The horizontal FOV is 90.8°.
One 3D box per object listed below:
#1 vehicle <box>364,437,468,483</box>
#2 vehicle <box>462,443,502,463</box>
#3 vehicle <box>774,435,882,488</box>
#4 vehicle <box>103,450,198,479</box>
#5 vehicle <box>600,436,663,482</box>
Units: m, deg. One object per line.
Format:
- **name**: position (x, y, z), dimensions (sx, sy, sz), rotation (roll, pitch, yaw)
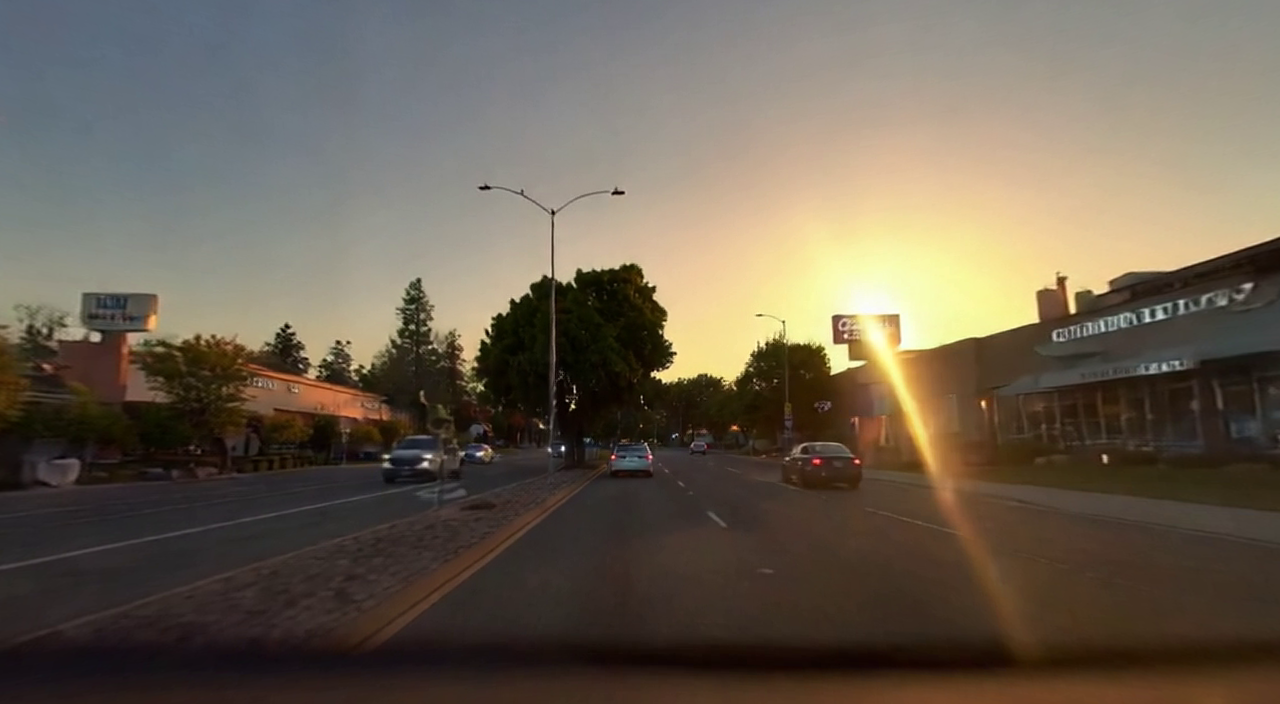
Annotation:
- **vehicle**: position (-8.311, 4.062, 24.070), dimensions (2.049, 1.543, 5.131), rotation (0, -9, 0)
- **vehicle**: position (-11.920, 7.638, 47.812), dimensions (1.833, 1.464, 4.463), rotation (0, -9, 0)
- **vehicle**: position (6.357, 3.772, 22.027), dimensions (2.244, 1.618, 4.585), rotation (0, -9, -2)
- **vehicle**: position (-31.944, 7.303, 41.292), dimensions (4.619, 1.748, 2.040), rotation (8, -11, -41)
- **vehicle**: position (-0.316, 3.884, 23.135), dimensions (2.106, 1.496, 3.964), rotation (0, -9, -1)
